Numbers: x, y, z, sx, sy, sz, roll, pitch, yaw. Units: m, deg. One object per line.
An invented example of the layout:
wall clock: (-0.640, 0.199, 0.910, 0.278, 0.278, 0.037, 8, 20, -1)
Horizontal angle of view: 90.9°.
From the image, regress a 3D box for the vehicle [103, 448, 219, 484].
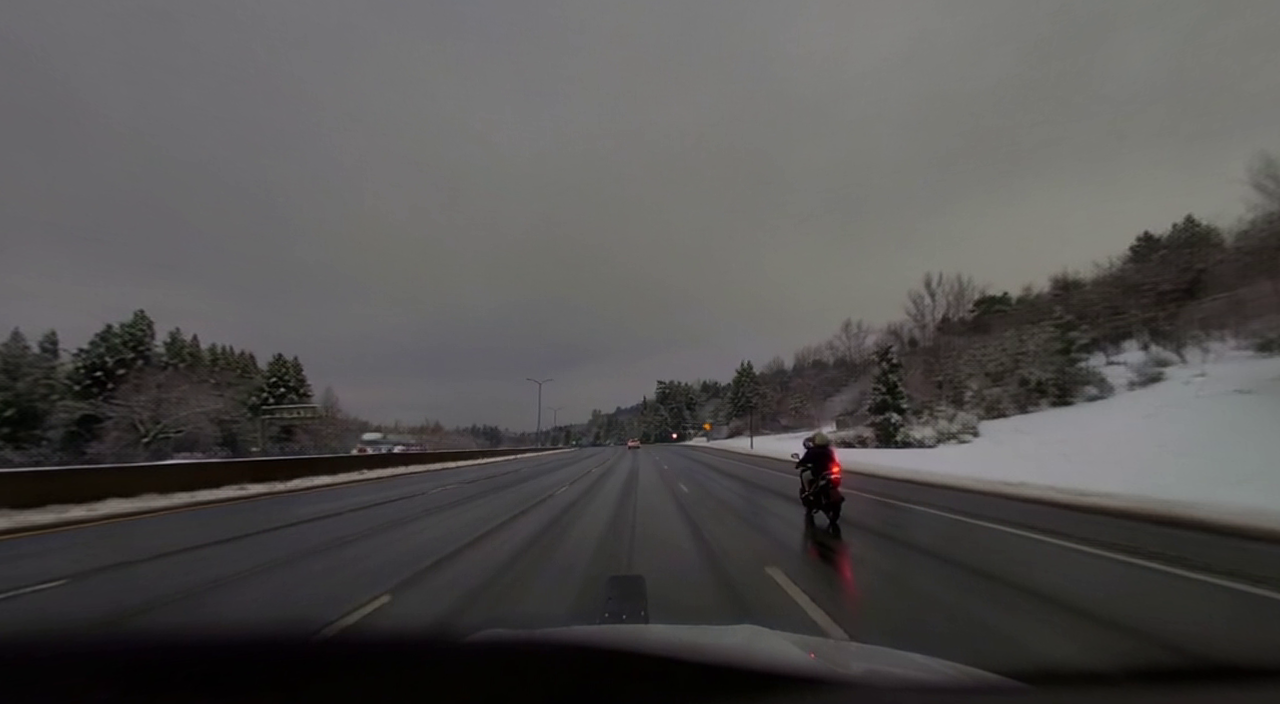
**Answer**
vehicle: (-20.630, 4.886, 27.389, 1.810, 1.416, 3.982, 0, -8, 2)
